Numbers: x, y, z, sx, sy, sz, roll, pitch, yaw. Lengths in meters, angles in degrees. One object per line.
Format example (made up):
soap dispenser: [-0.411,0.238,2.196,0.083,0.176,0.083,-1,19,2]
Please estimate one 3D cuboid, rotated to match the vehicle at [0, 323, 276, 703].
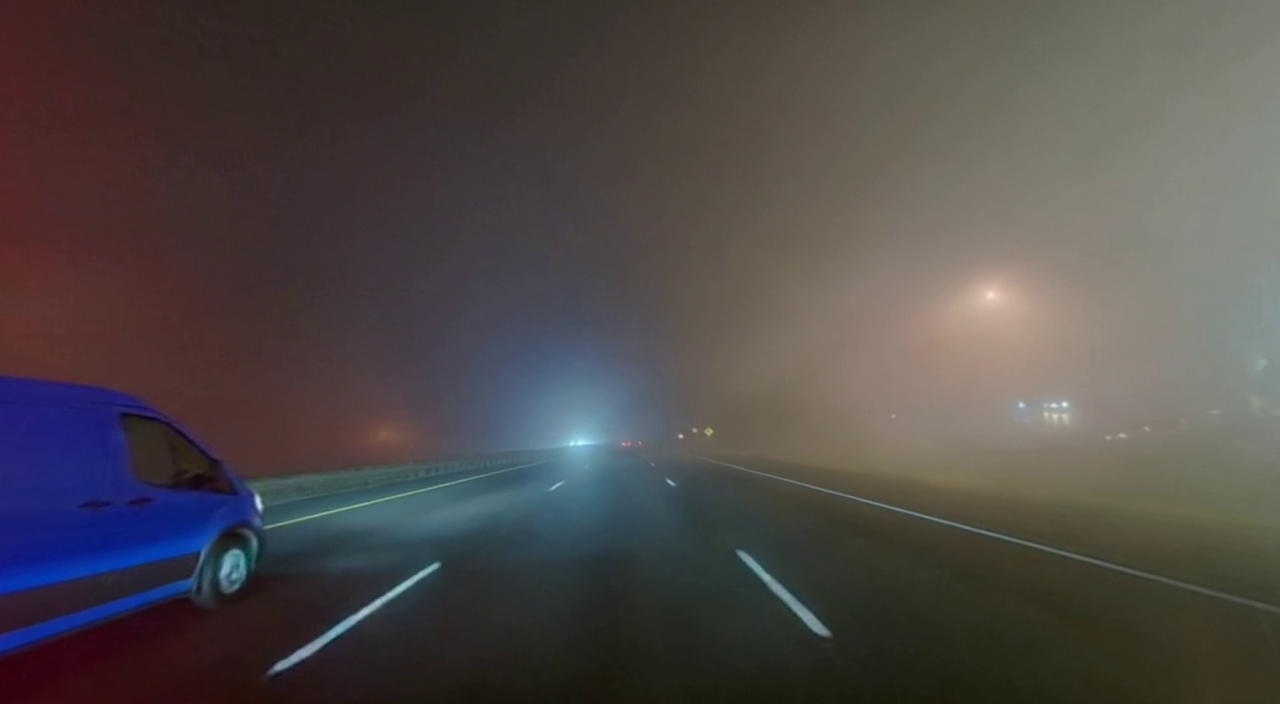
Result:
vehicle: [-4.191,0.786,2.993,2.104,1.860,4.853,0,-8,-2]
